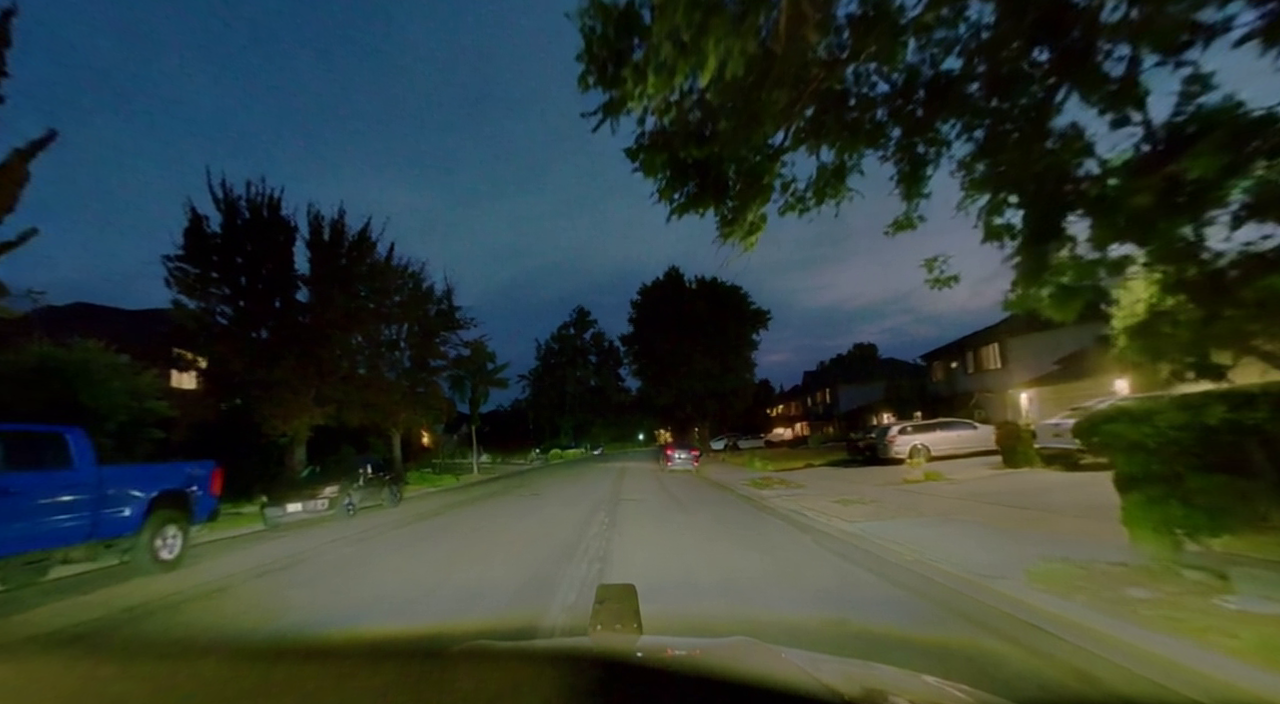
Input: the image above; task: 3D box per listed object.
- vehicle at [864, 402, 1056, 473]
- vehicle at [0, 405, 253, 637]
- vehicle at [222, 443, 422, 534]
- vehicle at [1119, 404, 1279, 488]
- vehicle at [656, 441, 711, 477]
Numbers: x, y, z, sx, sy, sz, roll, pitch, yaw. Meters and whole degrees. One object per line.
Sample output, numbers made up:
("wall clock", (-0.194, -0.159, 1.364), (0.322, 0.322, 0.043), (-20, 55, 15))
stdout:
("vehicle", (10.473, 2.845, 20.933), (5.097, 1.824, 2.113), (-4, -9, -1))
("vehicle", (-6.580, 1.514, 5.862), (2.329, 1.947, 5.455), (0, -9, 2))
("vehicle", (-6.518, 2.805, 13.646), (1.995, 1.608, 4.596), (0, -9, -1))
("vehicle", (12.122, 1.783, 11.987), (4.390, 1.457, 1.861), (0, -9, 2))
("vehicle", (1.848, 4.745, 28.208), (2.006, 1.494, 4.211), (0, -9, -2))
